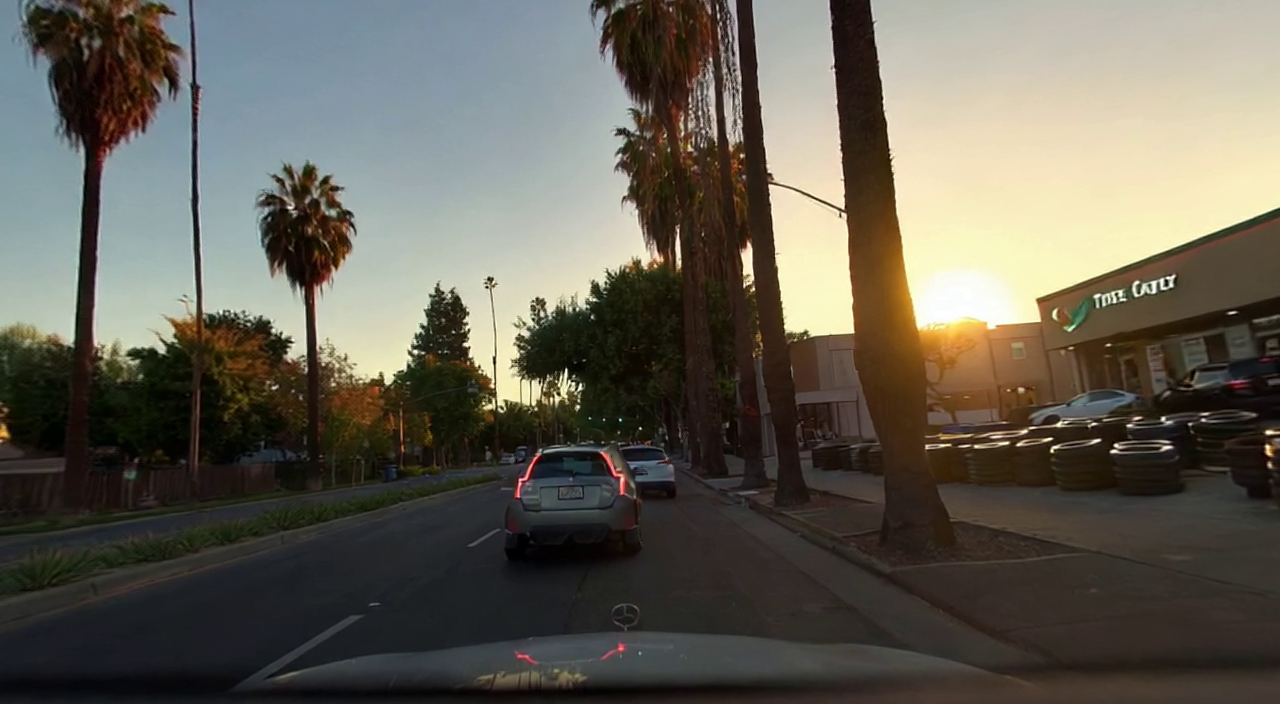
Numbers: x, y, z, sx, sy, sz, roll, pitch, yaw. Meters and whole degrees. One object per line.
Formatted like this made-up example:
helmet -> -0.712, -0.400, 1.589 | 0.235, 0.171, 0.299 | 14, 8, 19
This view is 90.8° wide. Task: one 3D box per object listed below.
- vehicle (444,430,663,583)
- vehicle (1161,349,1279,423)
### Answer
vehicle -> -0.917, 1.846, 8.393 | 2.169, 1.495, 4.048 | 0, -8, -2
vehicle -> 16.532, 1.026, 17.124 | 1.810, 1.669, 3.883 | -1, -9, 7
